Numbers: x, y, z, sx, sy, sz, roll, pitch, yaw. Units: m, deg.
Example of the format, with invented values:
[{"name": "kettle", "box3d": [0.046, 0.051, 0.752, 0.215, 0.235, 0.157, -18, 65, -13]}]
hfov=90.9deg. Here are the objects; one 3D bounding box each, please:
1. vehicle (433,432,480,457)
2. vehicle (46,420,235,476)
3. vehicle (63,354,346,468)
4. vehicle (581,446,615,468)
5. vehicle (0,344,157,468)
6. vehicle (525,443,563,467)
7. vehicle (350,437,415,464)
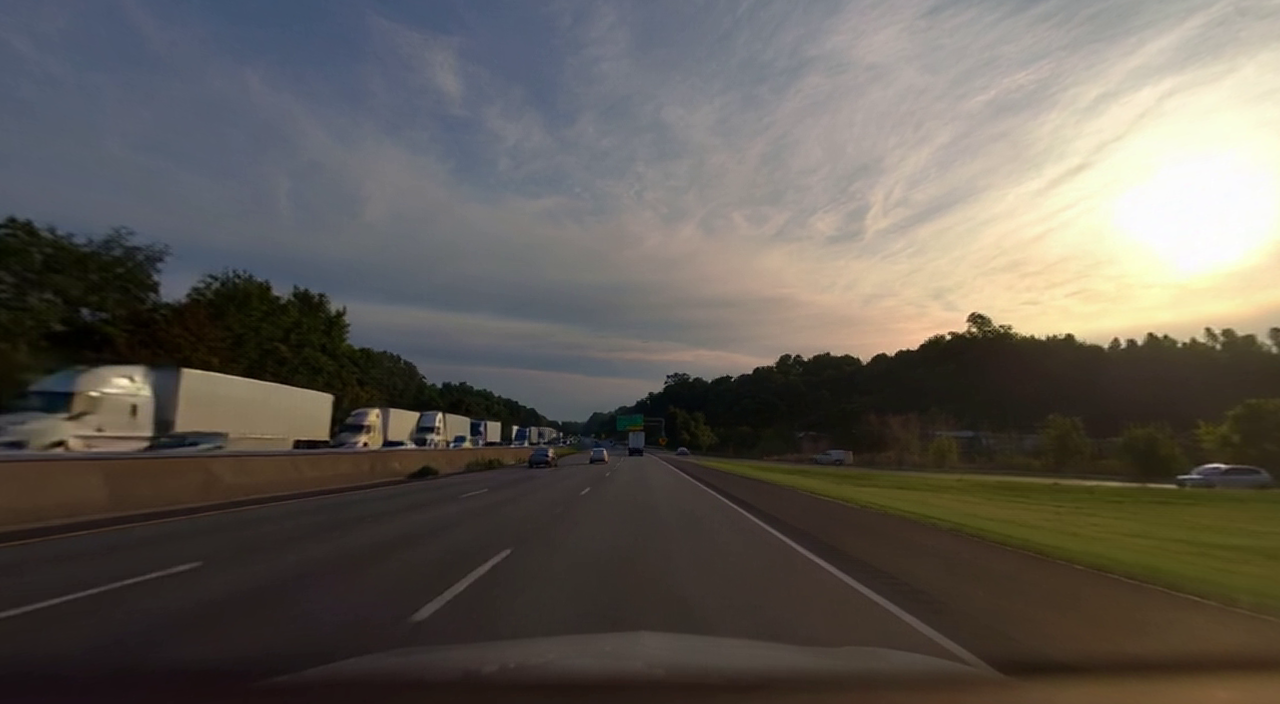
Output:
[{"name": "vehicle", "box3d": [-14.069, 7.185, 48.572, 2.133, 1.816, 5.142, 0, -9, -1]}, {"name": "vehicle", "box3d": [-14.360, 2.834, 18.547, 2.014, 1.444, 4.352, 0, -9, -1]}, {"name": "vehicle", "box3d": [-18.508, 3.163, 29.175, 2.834, 3.974, 14.371, 0, -9, 0]}, {"name": "vehicle", "box3d": [-3.011, 7.652, 46.058, 2.076, 1.453, 4.094, 0, -9, 2]}, {"name": "vehicle", "box3d": [-18.473, 1.816, 20.626, 2.963, 3.801, 2.502, 0, -9, 0]}, {"name": "vehicle", "box3d": [-7.227, 7.815, 47.887, 2.122, 1.685, 4.714, 0, -9, 0]}, {"name": "vehicle", "box3d": [-14.321, 5.515, 35.335, 1.841, 1.428, 4.119, 0, -9, 1]}]
